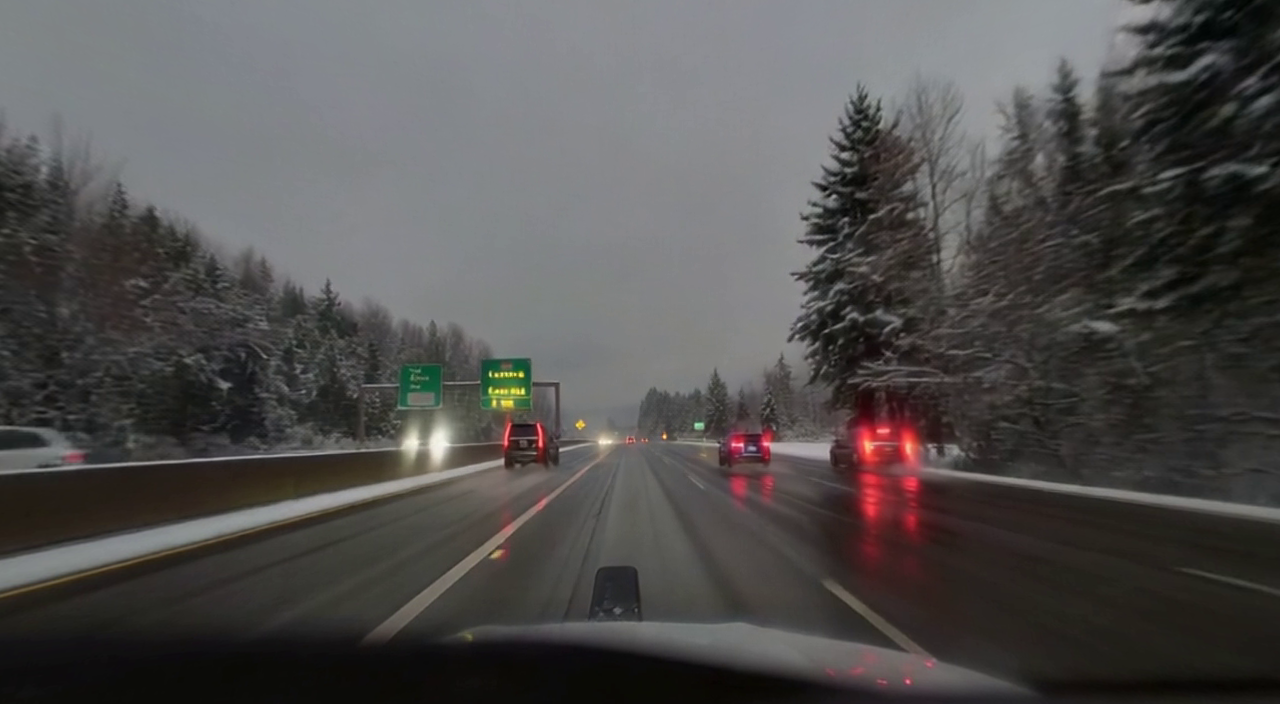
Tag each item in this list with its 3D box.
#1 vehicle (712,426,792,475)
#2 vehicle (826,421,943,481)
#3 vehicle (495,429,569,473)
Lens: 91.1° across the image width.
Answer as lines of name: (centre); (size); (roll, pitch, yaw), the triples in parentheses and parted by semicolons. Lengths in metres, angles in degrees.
vehicle: (3.896, 3.493, 22.681); (2.011, 1.576, 4.060); (0, -8, -2)
vehicle: (7.379, 3.012, 19.430); (1.956, 1.634, 3.935); (0, -8, -1)
vehicle: (-3.840, 3.577, 23.090); (2.032, 1.465, 4.316); (0, -8, -1)
